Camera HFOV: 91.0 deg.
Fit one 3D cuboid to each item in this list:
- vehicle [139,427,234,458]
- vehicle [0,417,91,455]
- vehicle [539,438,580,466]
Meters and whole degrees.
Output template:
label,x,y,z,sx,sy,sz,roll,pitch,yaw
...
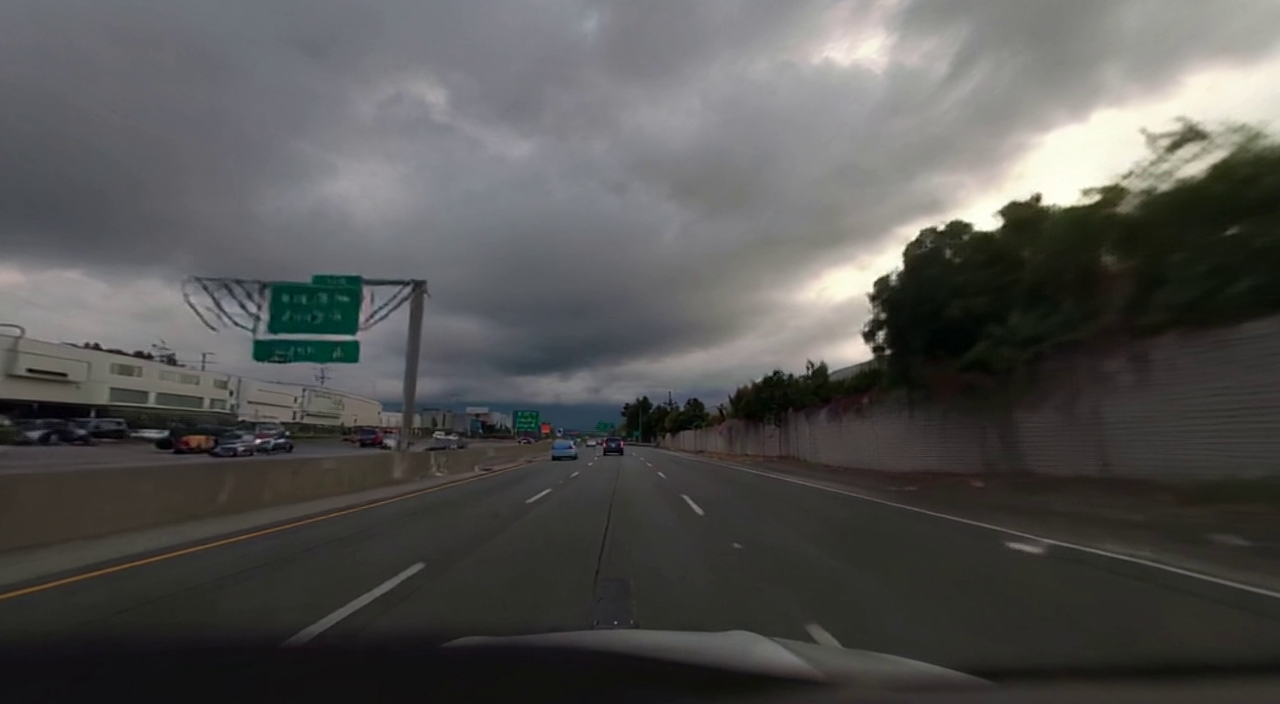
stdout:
label,x,y,z,sx,sy,sz,roll,pitch,yaw
vehicle,-30.765,6.152,42.822,4.674,1.939,2.061,0,-8,-7
vehicle,-41.679,5.743,42.805,5.841,2.498,2.655,0,-8,-5
vehicle,-4.755,5.992,37.825,2.045,1.547,4.162,0,-8,-2
